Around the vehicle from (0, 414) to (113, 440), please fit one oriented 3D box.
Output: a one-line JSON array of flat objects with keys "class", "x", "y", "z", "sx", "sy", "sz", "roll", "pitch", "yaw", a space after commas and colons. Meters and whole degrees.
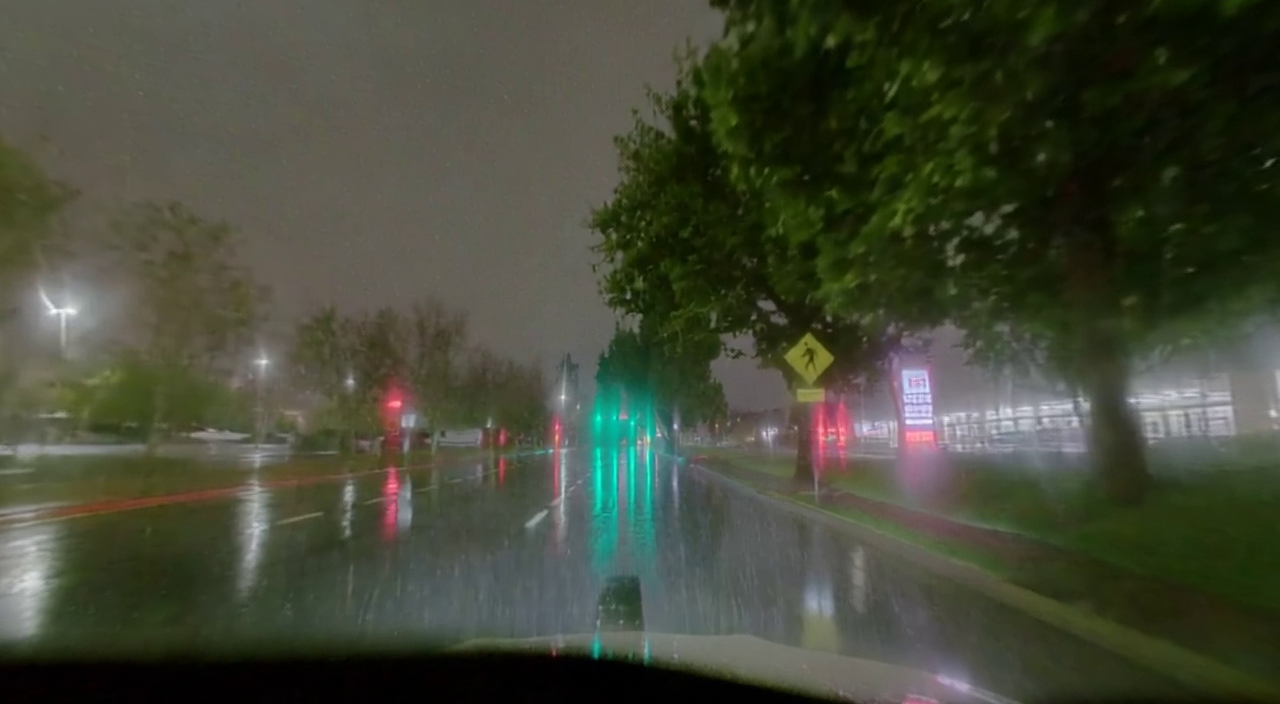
[{"class": "vehicle", "x": -38.066, "y": 4.948, "z": 41.389, "sx": 5.205, "sy": 1.525, "sz": 1.769, "roll": 8, "pitch": -11, "yaw": -41}]
